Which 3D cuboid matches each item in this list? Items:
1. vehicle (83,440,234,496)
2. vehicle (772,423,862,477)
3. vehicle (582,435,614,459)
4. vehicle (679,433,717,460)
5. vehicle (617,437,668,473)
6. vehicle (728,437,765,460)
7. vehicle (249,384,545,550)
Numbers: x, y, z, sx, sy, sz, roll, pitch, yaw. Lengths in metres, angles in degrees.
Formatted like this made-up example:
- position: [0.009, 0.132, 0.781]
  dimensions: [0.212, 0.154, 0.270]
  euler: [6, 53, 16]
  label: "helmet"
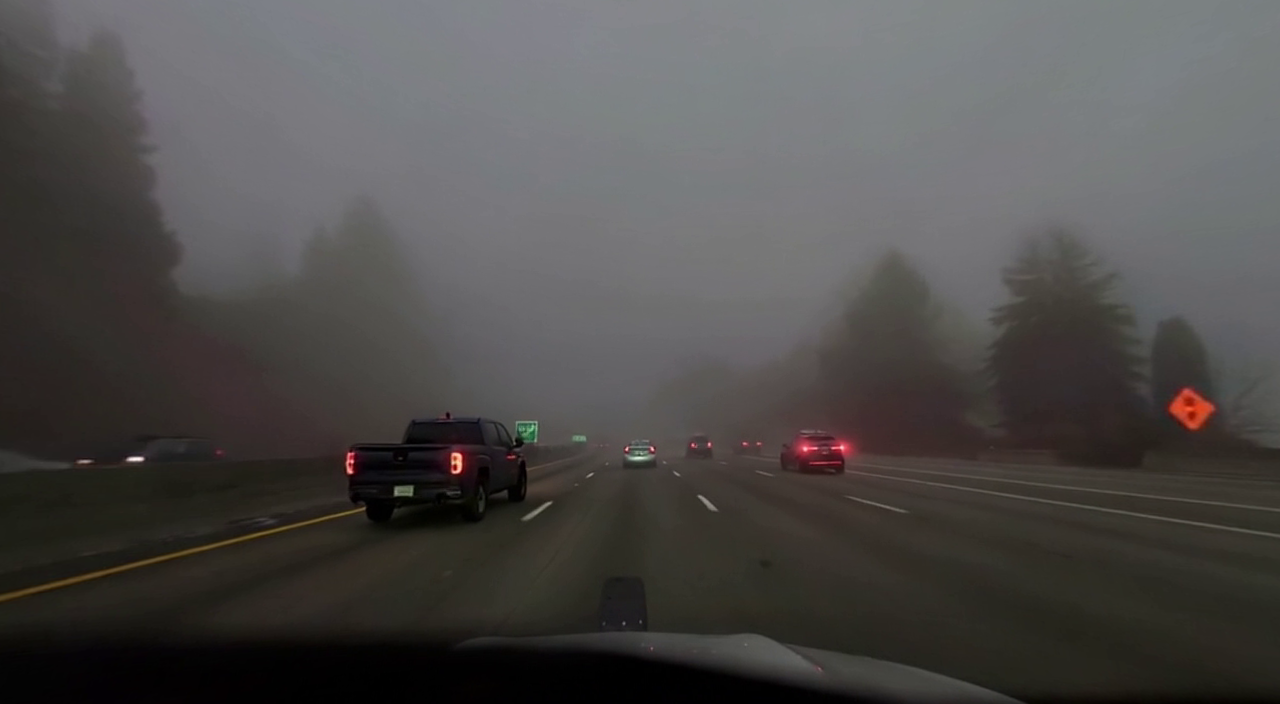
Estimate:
- position: [-20.410, 4.892, 27.173]
  dimensions: [2.109, 2.143, 5.501]
  euler: [0, -8, 0]
  label: "vehicle"
- position: [6.913, 3.904, 25.301]
  dimensions: [2.094, 1.916, 5.099]
  euler: [0, -8, 0]
  label: "vehicle"
- position: [-3.179, 7.346, 48.704]
  dimensions: [2.140, 1.720, 4.410]
  euler: [0, -8, 0]
  label: "vehicle"
- position: [4.091, 6.795, 45.543]
  dimensions: [2.272, 1.803, 5.416]
  euler: [0, -8, 0]
  label: "vehicle"
- position: [0.088, 4.500, 27.763]
  dimensions: [2.071, 1.464, 4.162]
  euler: [0, -8, 0]
  label: "vehicle"
- position: [7.523, 6.890, 45.032]
  dimensions: [1.894, 1.511, 4.148]
  euler: [0, -8, -1]
  label: "vehicle"
- position: [-3.366, 1.799, 10.516]
  dimensions: [2.487, 1.979, 5.742]
  euler: [0, -8, 2]
  label: "vehicle"
